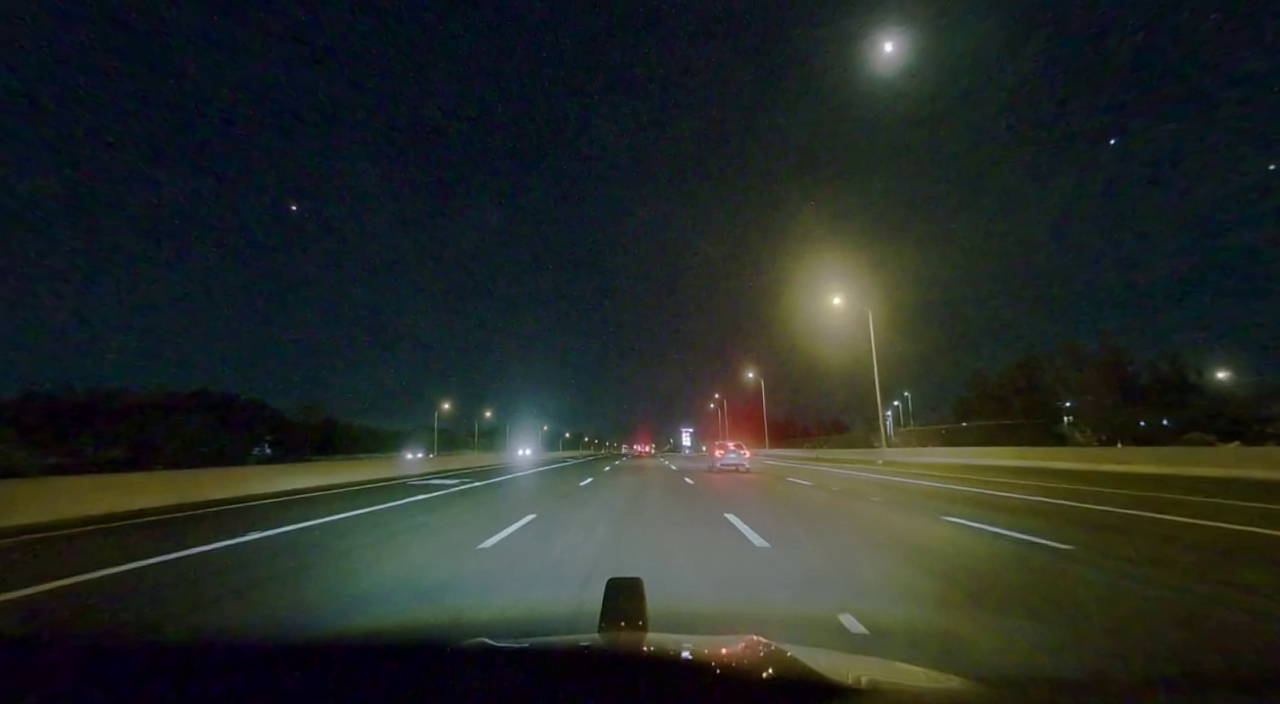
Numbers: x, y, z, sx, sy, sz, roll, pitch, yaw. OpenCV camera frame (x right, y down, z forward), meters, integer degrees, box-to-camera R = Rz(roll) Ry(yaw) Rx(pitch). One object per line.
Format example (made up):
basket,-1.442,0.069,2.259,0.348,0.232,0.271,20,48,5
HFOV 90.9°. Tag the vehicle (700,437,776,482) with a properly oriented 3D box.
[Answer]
vehicle,3.568,4.022,23.874,1.999,1.492,4.673,0,-8,-1
